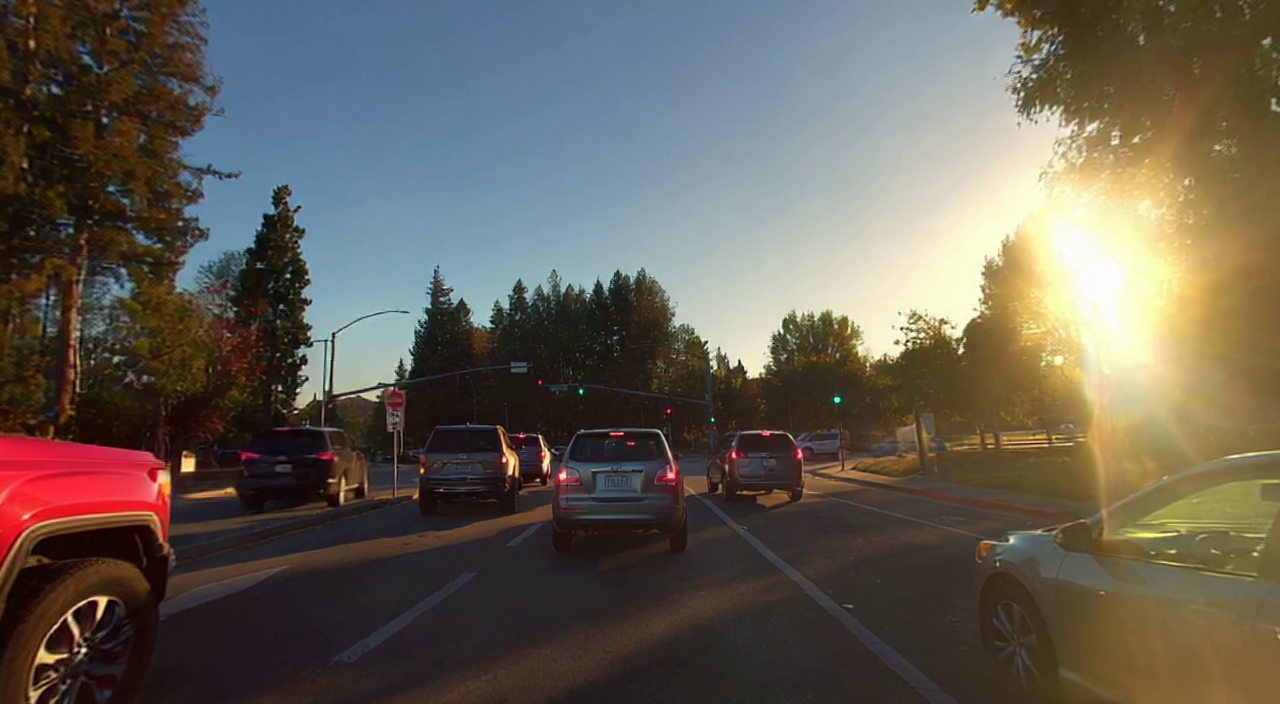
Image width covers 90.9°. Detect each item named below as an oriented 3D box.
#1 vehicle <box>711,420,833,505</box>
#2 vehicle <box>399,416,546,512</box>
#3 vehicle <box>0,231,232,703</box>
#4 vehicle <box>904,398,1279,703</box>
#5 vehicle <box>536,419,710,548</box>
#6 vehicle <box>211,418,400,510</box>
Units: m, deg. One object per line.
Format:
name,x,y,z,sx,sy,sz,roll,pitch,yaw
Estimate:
vehicle,3.135,2.764,16.124,2.102,1.841,4.587,0,-8,0
vehicle,-3.629,2.525,14.642,2.089,1.857,4.488,0,-8,1
vehicle,-3.484,0.354,0.317,2.656,2.021,5.800,0,-8,0
vehicle,3.009,0.962,2.516,1.874,1.477,4.698,0,-8,0
vehicle,-0.221,1.935,9.871,2.194,1.607,3.690,0,-8,0
vehicle,-7.456,2.543,14.769,2.088,1.787,4.728,0,-8,-4
